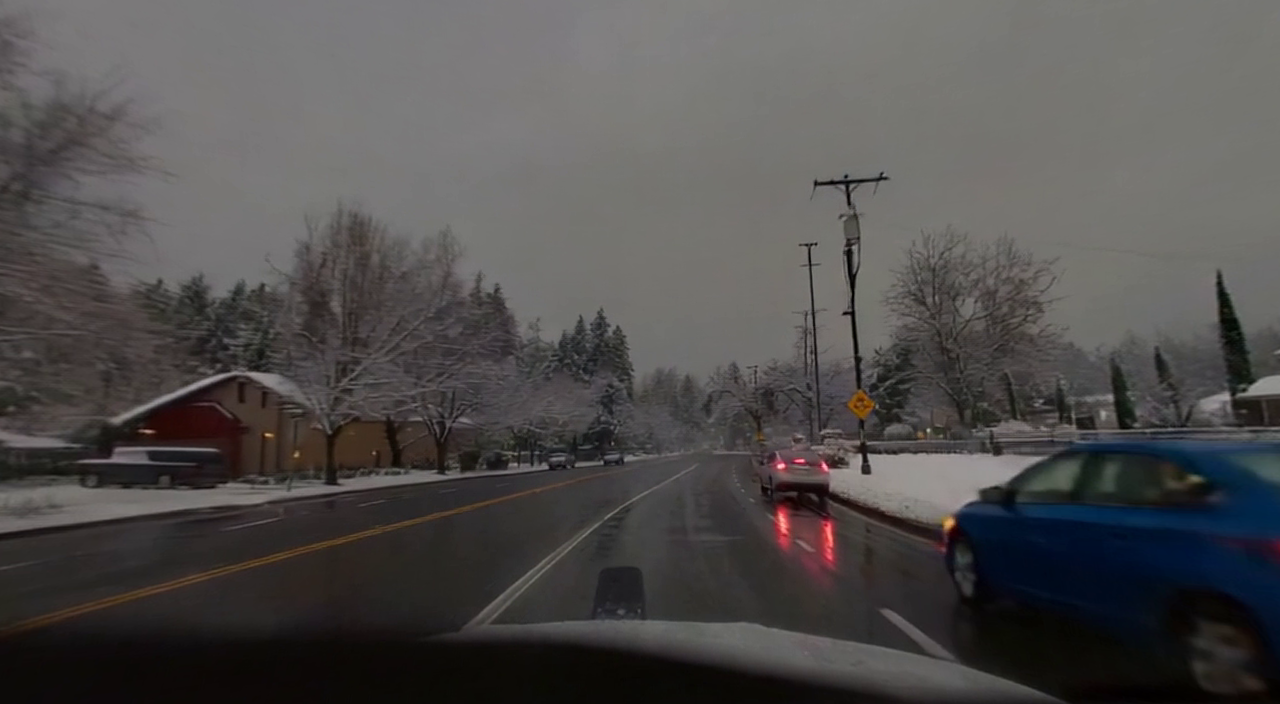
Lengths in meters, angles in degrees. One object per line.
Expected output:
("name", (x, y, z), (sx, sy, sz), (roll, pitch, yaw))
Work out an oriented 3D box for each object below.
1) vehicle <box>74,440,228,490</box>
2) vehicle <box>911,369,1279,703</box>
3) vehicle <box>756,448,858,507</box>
("vehicle", (-21.690, 5.033, 28.205), (5.134, 2.110, 2.040), (0, -9, 1))
("vehicle", (3.808, 1.216, 4.352), (1.989, 1.782, 4.351), (0, -9, 1))
("vehicle", (4.621, 3.516, 18.227), (1.993, 1.457, 4.599), (-1, -9, 4))
